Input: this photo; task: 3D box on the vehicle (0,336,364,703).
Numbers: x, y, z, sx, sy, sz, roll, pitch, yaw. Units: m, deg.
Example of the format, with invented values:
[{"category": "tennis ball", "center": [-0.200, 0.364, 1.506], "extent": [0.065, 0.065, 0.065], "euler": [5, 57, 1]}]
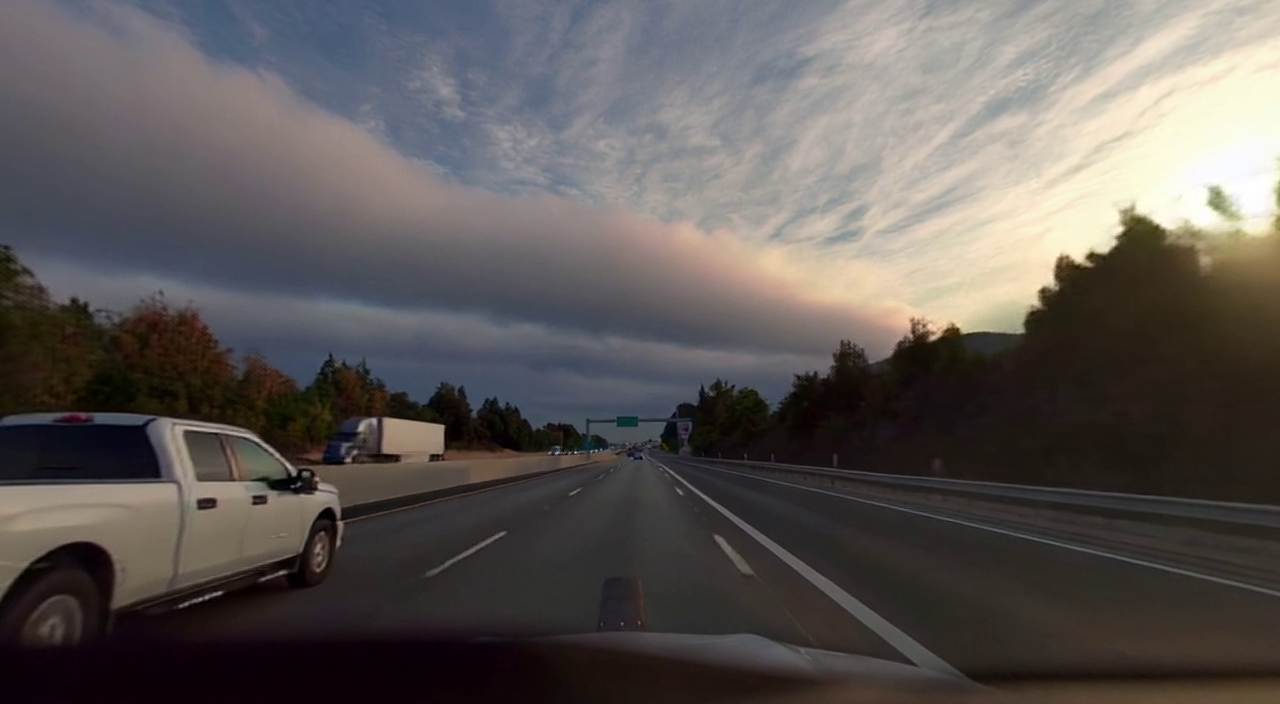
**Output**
[{"category": "vehicle", "center": [-4.019, 1.047, 3.940], "extent": [2.214, 1.872, 5.179], "euler": [0, -9, 0]}]
